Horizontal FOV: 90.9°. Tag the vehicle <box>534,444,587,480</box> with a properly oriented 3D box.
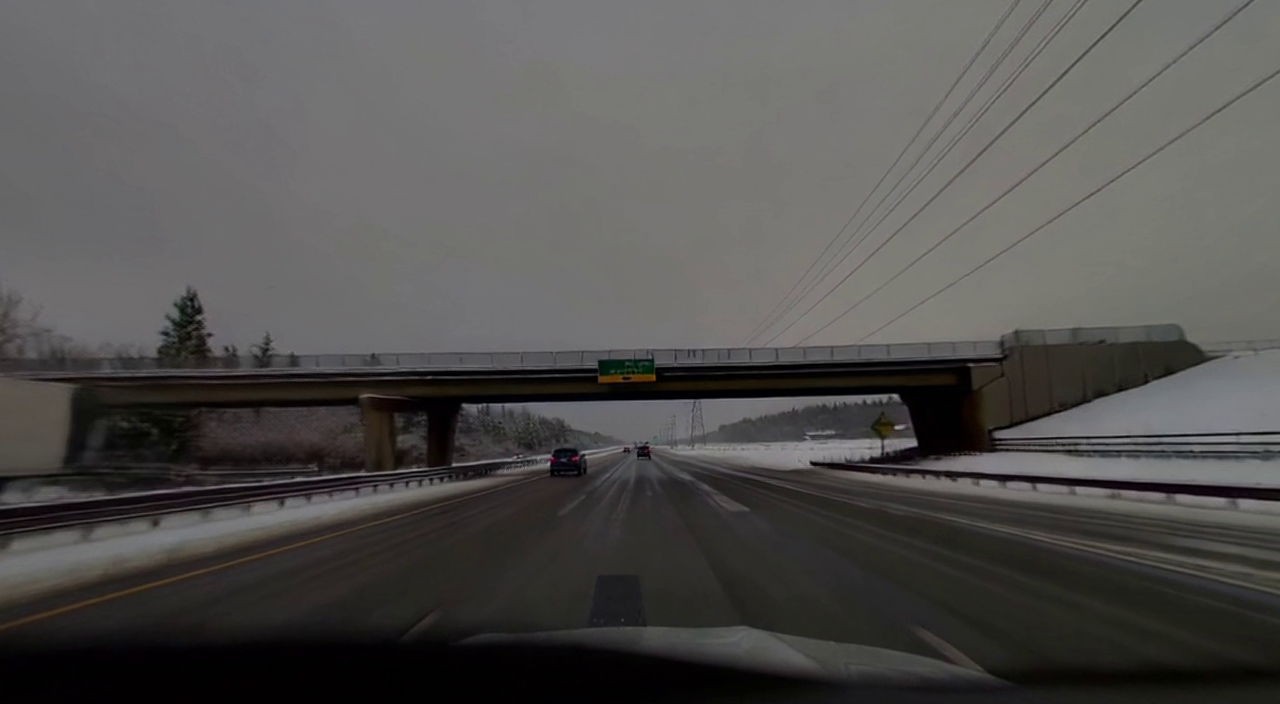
[{"bbox_3d":[-3.717,5.242,30.221,1.924,1.550,4.165,0,-9,1],"label":"vehicle"}]
